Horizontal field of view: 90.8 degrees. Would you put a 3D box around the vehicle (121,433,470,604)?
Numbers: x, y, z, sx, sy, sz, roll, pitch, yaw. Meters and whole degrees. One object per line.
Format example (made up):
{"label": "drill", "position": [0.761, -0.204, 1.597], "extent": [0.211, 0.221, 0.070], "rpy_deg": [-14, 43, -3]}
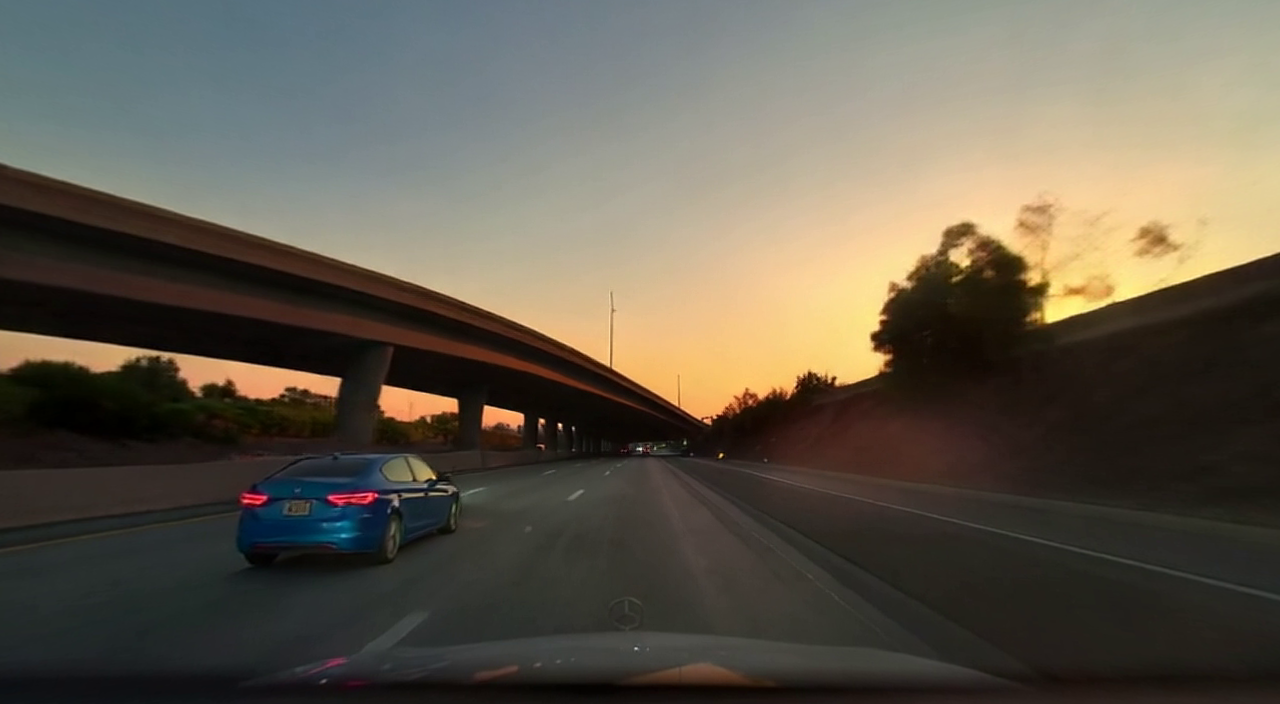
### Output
{"label": "vehicle", "position": [-3.558, 1.758, 7.510], "extent": [1.935, 1.479, 3.787], "rpy_deg": [0, -9, 1]}
